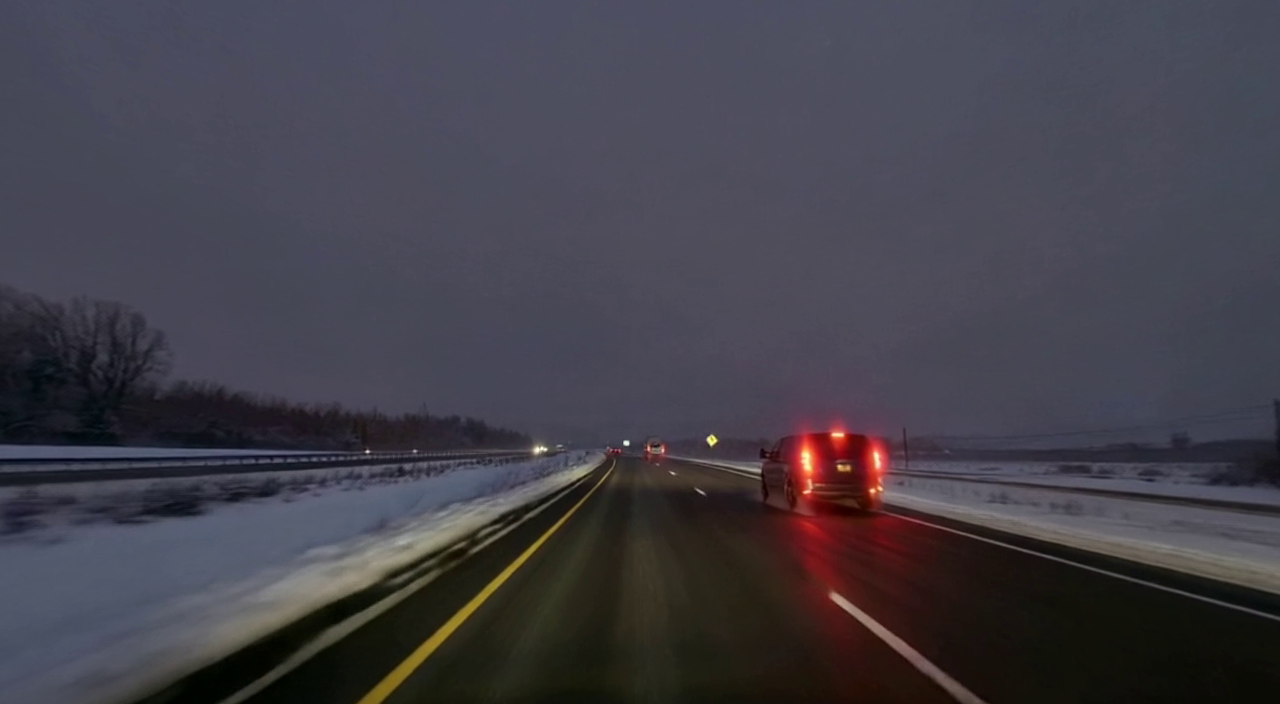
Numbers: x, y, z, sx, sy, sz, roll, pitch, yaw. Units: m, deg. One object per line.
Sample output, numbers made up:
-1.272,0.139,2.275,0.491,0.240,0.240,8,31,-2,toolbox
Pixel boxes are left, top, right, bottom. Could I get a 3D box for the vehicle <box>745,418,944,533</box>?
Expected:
3.612,2.276,12.354,2.141,1.785,4.778,0,-8,-2,vehicle
